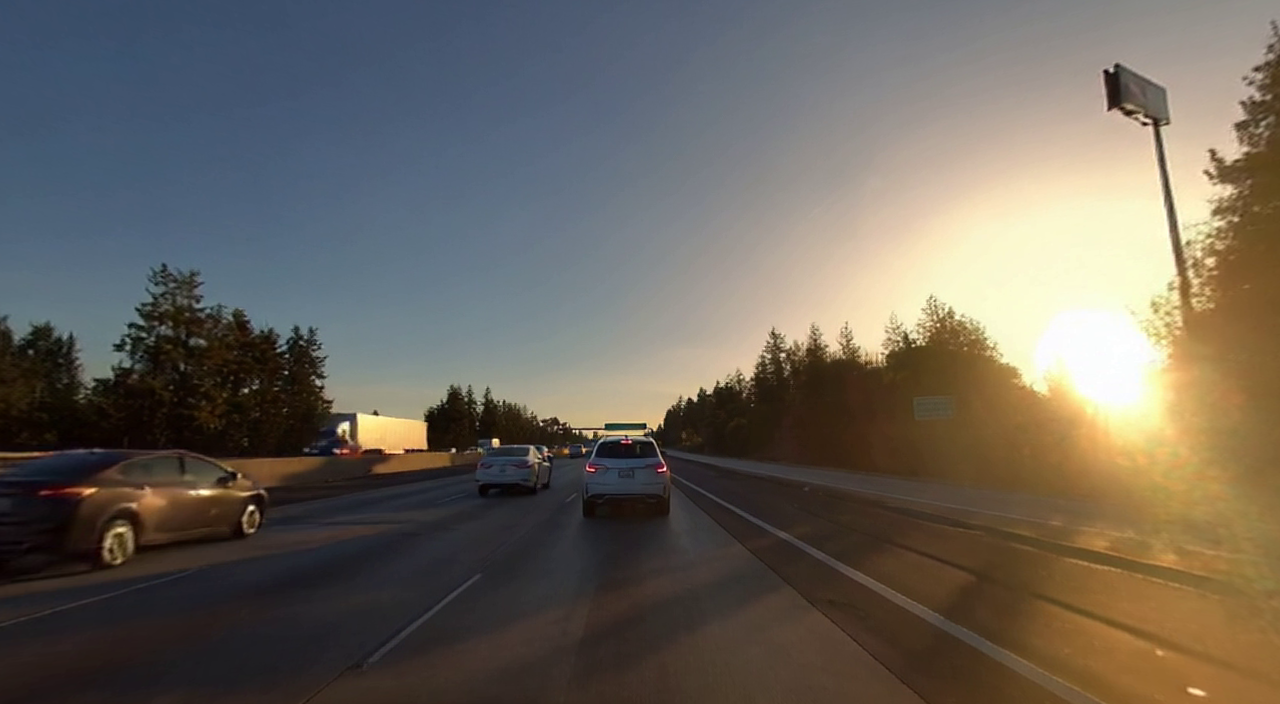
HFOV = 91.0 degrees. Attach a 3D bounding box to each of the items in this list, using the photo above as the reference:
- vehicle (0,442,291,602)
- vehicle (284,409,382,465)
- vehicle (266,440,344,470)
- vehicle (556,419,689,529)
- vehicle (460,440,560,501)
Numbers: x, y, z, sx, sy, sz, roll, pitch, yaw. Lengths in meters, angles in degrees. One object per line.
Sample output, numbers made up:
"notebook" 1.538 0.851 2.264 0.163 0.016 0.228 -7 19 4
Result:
"vehicle" -6.887 1.938 8.212 1.892 1.468 4.792 0 -9 0
"vehicle" -23.192 6.591 48.263 3.063 3.879 8.695 0 -9 -1
"vehicle" -19.125 5.888 36.201 1.859 1.624 4.863 0 -9 -1
"vehicle" -0.300 2.331 12.581 2.127 1.749 4.776 0 -9 -1
"vehicle" -3.567 3.334 18.171 1.889 1.522 4.465 0 -9 1
